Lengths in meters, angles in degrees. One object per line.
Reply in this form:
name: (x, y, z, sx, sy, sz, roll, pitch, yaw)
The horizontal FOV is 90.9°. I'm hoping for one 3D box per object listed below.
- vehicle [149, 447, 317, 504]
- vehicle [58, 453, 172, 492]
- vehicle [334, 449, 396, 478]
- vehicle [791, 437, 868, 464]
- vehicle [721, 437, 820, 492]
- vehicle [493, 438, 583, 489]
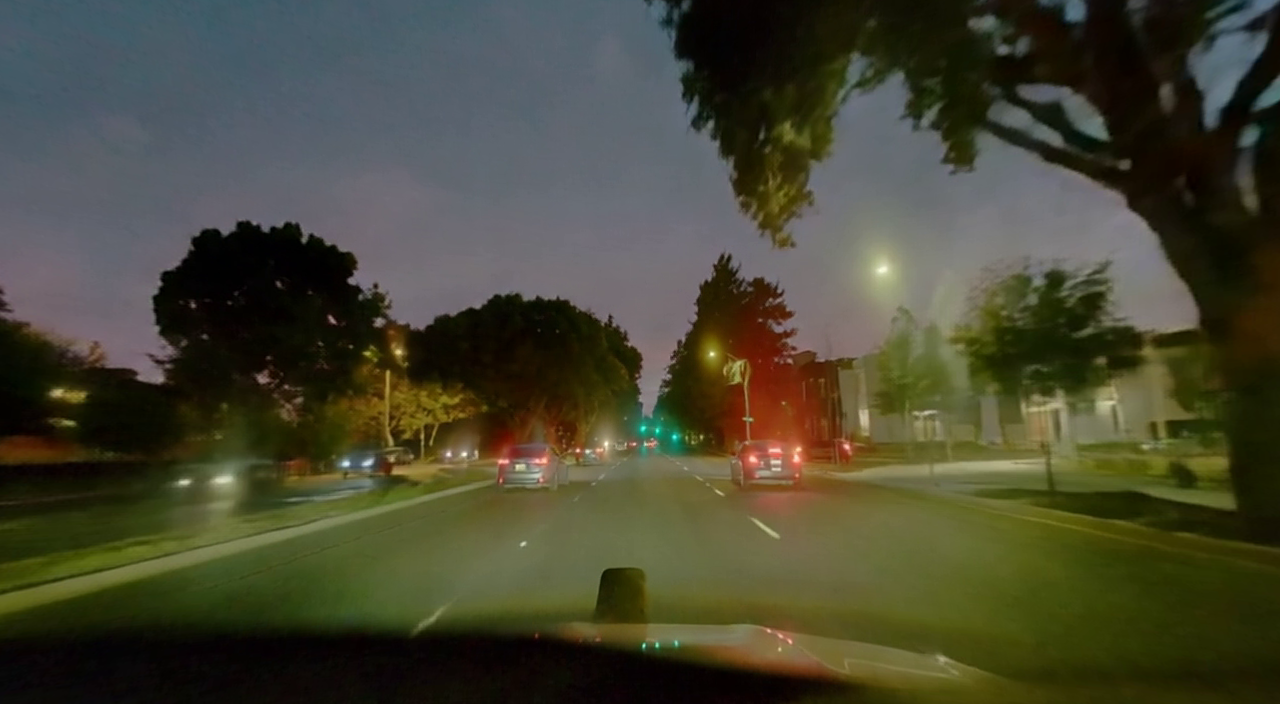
vehicle: (-12.324, 3.720, 19.579, 2.000, 1.504, 4.720, 0, -8, 1)
vehicle: (-26.894, 6.143, 32.544, 1.928, 1.764, 4.599, 0, -8, -1)
vehicle: (-15.837, 6.426, 36.475, 1.804, 1.502, 3.839, 0, -8, 1)
vehicle: (12.581, 6.539, 42.097, 4.717, 1.733, 1.994, -2, -8, 10)
vehicle: (3.834, 3.367, 19.375, 2.010, 1.486, 4.498, 0, -8, -1)
vehicle: (-3.156, 3.542, 20.465, 2.053, 1.480, 4.381, 0, -8, 2)
